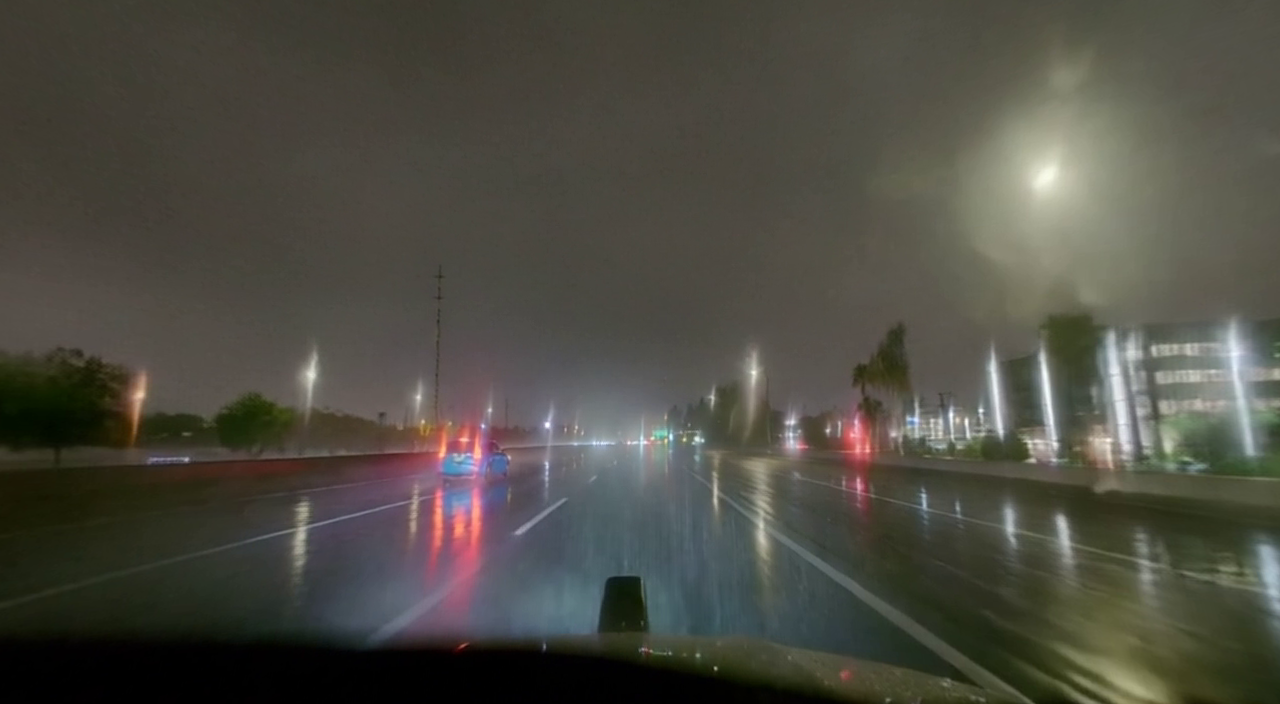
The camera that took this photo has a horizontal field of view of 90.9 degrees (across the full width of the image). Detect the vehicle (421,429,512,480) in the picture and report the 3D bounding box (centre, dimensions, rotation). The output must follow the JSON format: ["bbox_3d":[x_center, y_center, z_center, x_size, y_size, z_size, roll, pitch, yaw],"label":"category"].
[{"bbox_3d":[-6.707,4.027,25.021,2.145,1.793,4.762,0,-8,1],"label":"vehicle"}]
